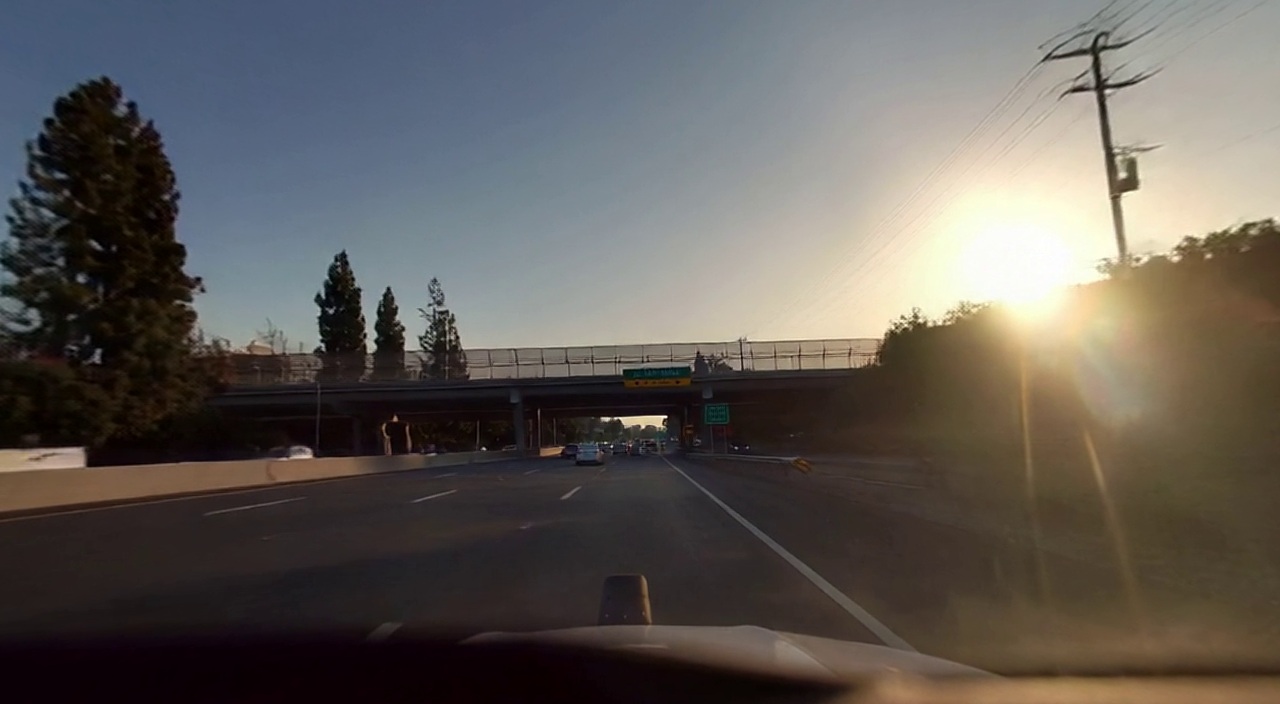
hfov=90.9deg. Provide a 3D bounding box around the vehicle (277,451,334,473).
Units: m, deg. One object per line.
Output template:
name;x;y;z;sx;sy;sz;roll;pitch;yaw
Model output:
vehicle;-25.008;8.216;47.370;1.801;1.466;4.527;0;-8;0

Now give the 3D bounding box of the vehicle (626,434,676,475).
vehicle;0.477;4.654;28.897;2.152;1.697;4.066;0;-8;0

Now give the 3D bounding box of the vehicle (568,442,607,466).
vehicle;-3.329;6.563;40.880;2.056;1.464;4.564;0;-8;1

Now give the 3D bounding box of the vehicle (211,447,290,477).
vehicle;-21.798;6.159;35.458;1.915;1.541;3.976;0;-8;-1
